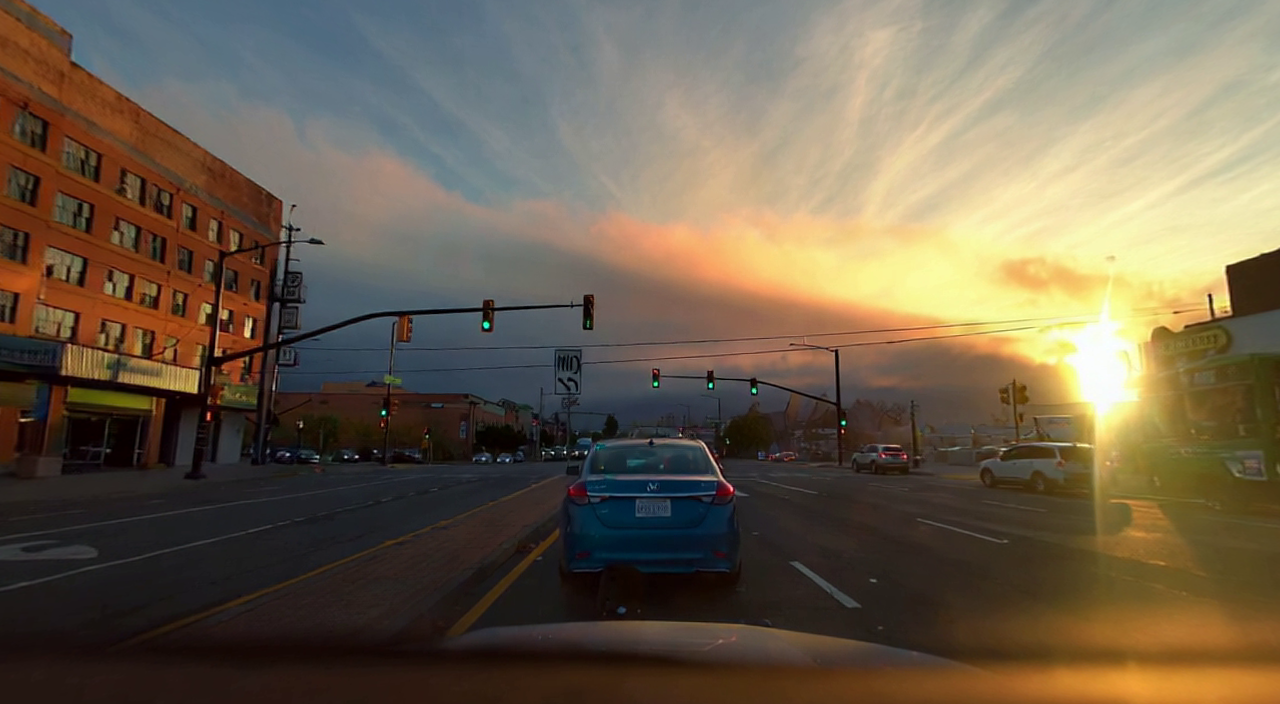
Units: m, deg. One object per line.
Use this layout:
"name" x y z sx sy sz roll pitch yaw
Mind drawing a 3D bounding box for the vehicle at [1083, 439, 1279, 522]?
"vehicle" 14.159 3.106 15.934 2.235 1.721 5.230 0 -9 1

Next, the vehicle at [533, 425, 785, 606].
"vehicle" 0.128 1.677 7.396 2.067 1.471 4.241 0 -9 -1

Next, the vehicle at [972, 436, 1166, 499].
"vehicle" 14.066 3.819 21.375 2.309 1.819 5.793 1 -9 -3
